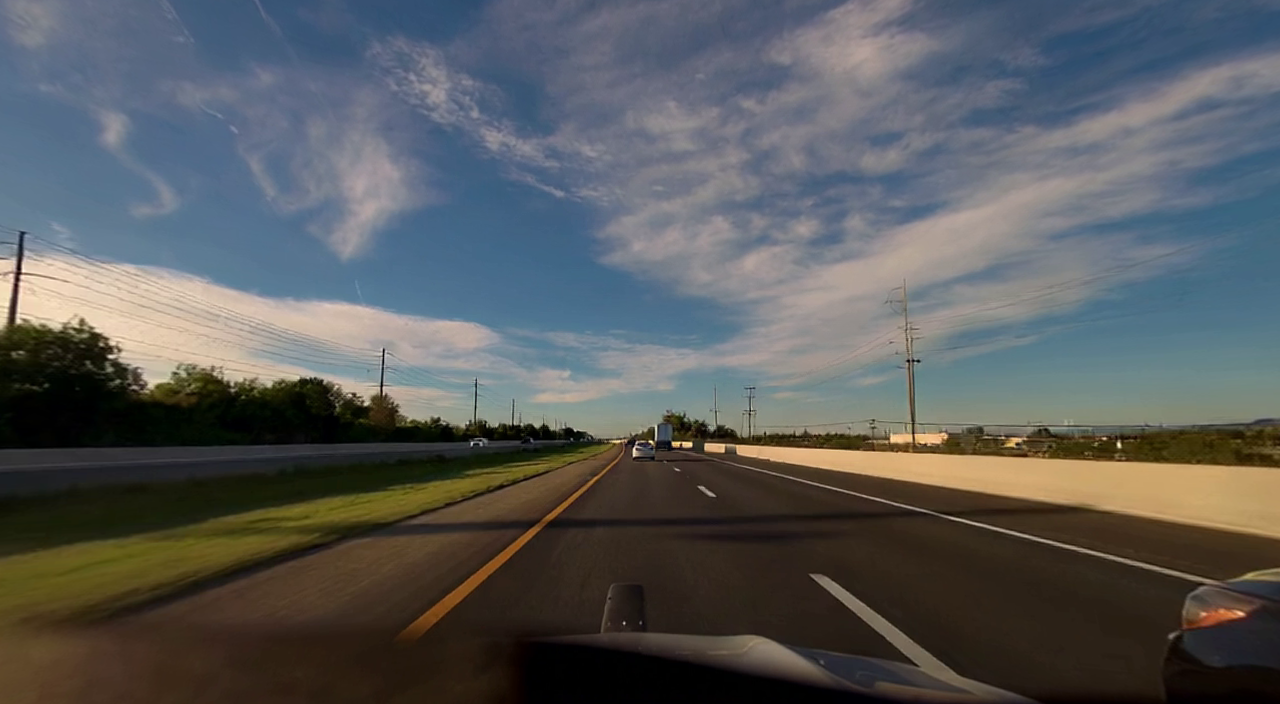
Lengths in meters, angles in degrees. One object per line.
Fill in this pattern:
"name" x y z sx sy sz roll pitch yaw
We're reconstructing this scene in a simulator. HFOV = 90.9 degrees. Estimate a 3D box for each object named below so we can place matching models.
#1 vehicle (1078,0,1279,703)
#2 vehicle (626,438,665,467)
"vehicle" 4.335 -0.583 0.526 3.182 4.424 6.324 -1 -8 1
"vehicle" 0.290 5.937 37.453 2.192 1.556 4.132 0 -8 0
